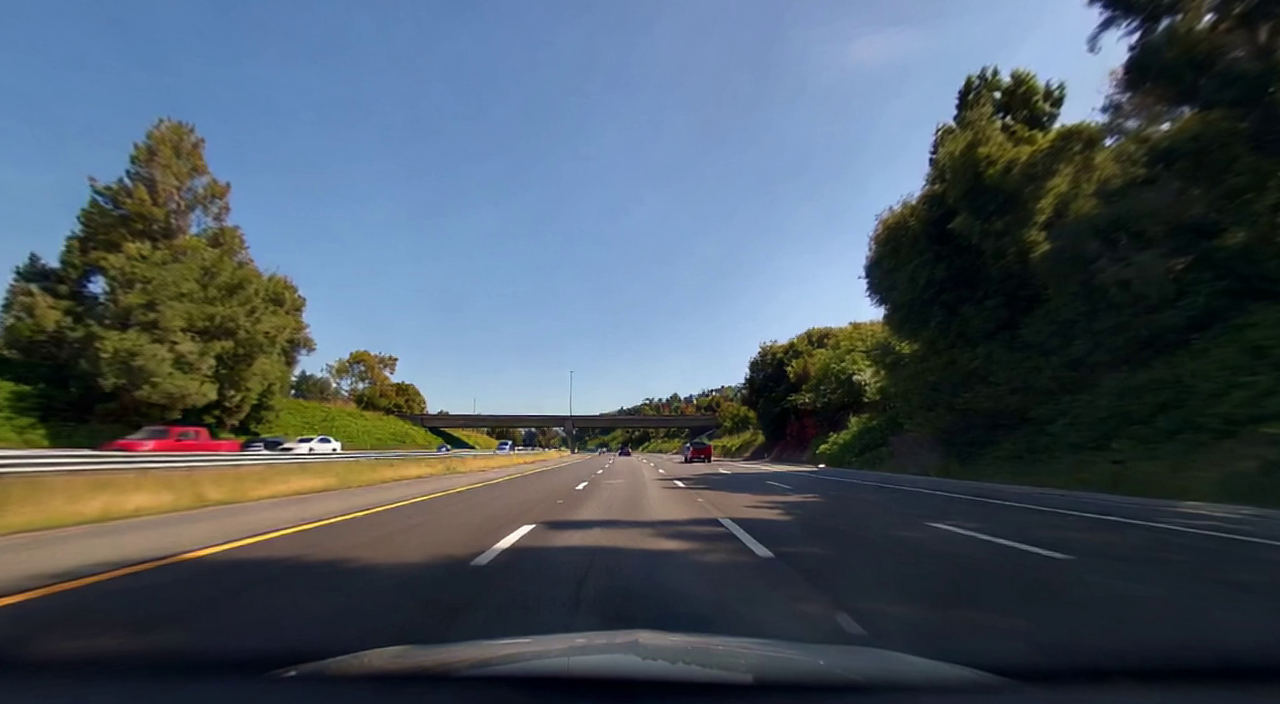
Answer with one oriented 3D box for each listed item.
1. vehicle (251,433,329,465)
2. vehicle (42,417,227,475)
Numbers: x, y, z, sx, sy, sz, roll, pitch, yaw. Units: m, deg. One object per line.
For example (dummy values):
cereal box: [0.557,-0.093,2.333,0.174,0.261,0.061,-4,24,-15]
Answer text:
vehicle: [-20.211,5.629,36.729,1.963,1.704,4.515,0,-9,-1]
vehicle: [-16.579,3.159,21.182,2.063,1.703,4.992,0,-9,0]
